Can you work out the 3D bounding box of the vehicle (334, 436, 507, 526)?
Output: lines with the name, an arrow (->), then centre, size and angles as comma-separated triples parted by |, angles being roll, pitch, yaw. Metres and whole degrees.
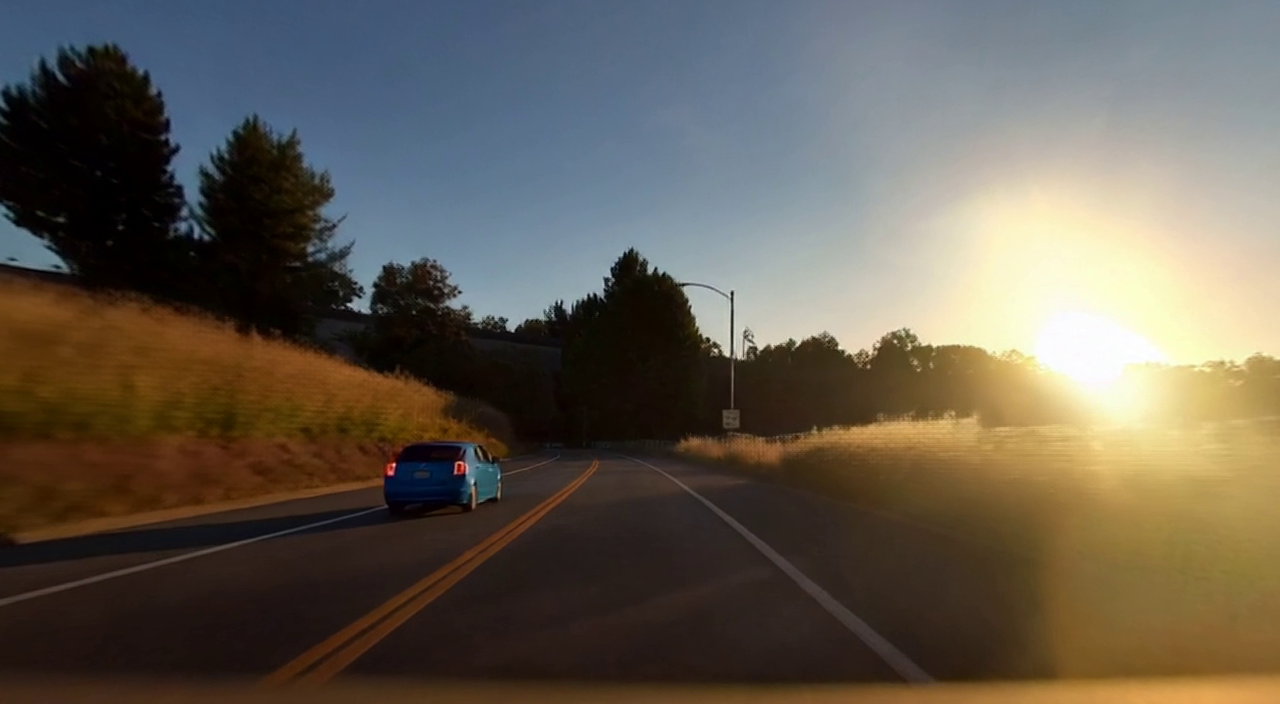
vehicle -> -4.202, 2.530, 12.975 | 1.968, 1.503, 4.443 | 0, -8, 0
